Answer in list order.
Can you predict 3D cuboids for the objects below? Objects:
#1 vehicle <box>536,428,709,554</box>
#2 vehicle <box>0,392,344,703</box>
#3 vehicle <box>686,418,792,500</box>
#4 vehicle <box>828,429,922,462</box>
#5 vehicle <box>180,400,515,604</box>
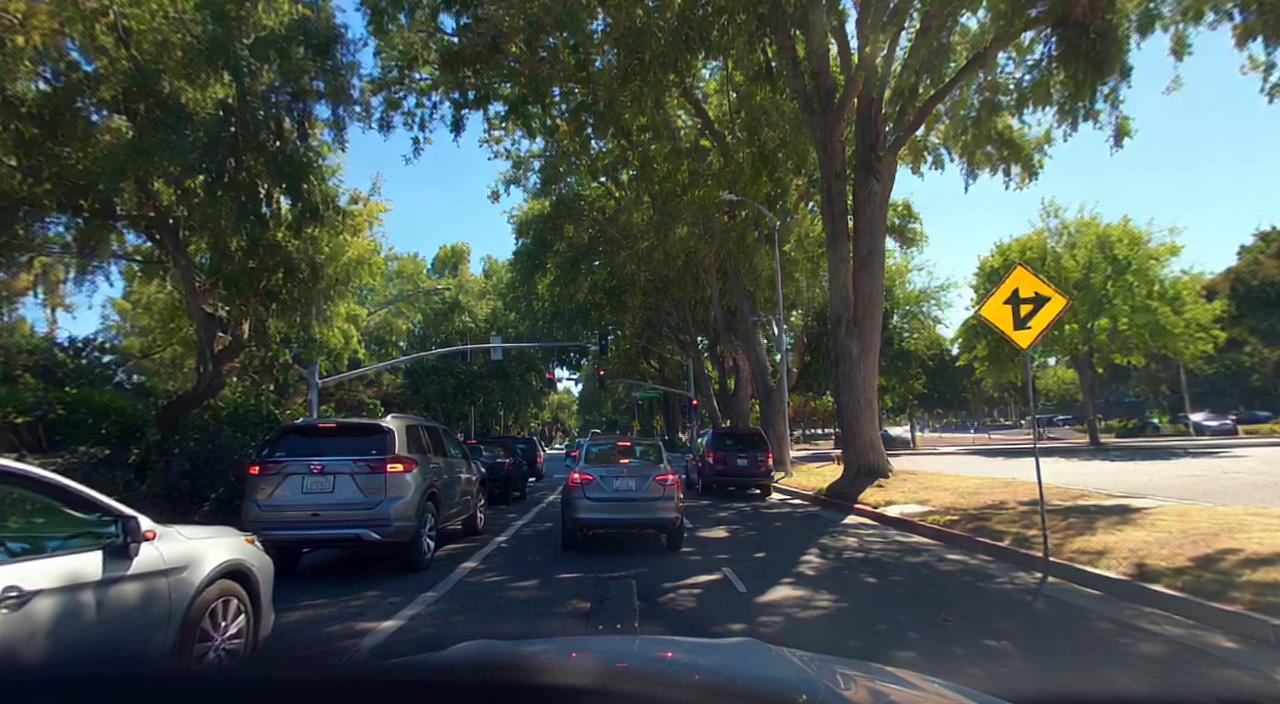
[{"bbox_3d":[-0.255,1.920,9.349,2.025,1.453,3.848,0,-8,-2],"label":"vehicle"},{"bbox_3d":[-2.919,0.832,1.628,1.974,1.484,4.716,0,-8,0],"label":"vehicle"},{"bbox_3d":[2.451,2.811,16.867,2.059,1.864,4.541,0,-8,-1],"label":"vehicle"},{"bbox_3d":[11.380,4.556,30.695,3.883,1.534,1.779,0,-8,2],"label":"vehicle"},{"bbox_3d":[-2.894,1.575,7.454,1.964,1.712,4.097,0,-8,0],"label":"vehicle"}]
